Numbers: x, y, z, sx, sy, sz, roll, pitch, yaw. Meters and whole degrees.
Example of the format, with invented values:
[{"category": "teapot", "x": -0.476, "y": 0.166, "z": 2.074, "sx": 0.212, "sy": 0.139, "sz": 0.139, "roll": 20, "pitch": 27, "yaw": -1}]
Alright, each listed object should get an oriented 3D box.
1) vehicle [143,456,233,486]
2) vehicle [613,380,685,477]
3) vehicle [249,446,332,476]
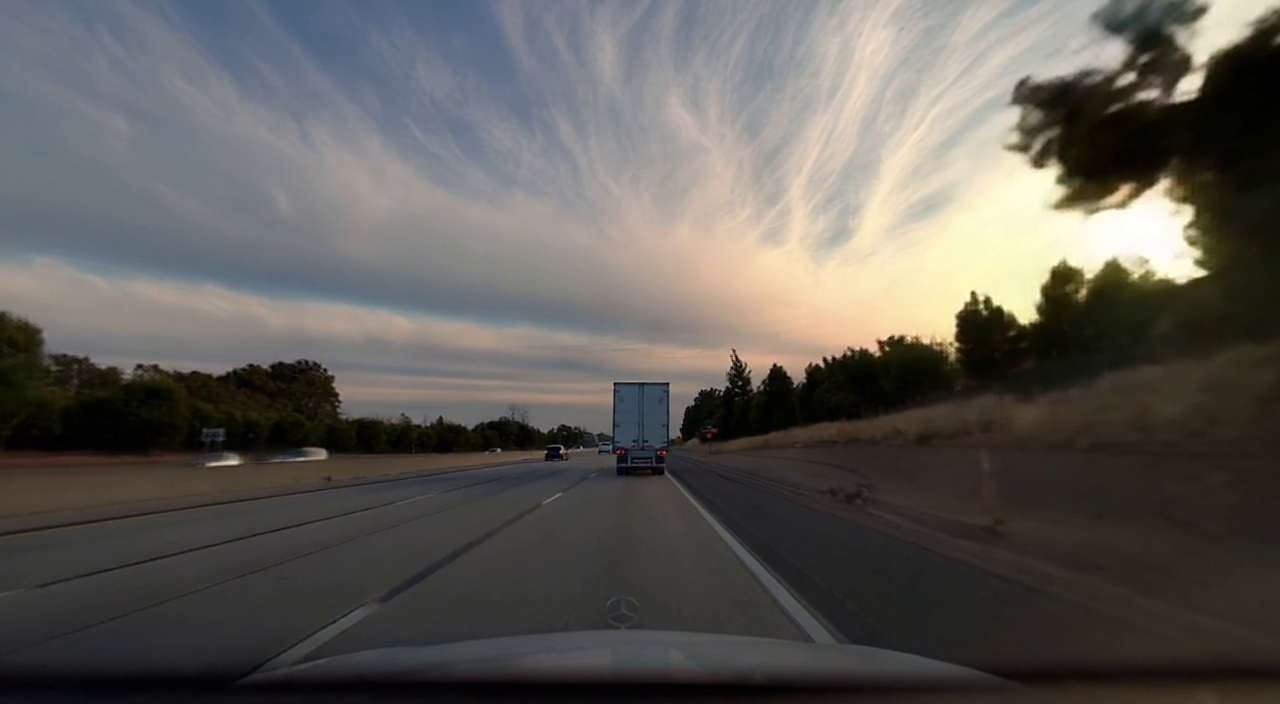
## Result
[{"category": "vehicle", "x": -26.002, "y": 6.826, "z": 36.435, "sx": 1.868, "sy": 1.561, "sz": 4.500, "roll": 0, "pitch": -9, "yaw": 0}, {"category": "vehicle", "x": 0.285, "y": 4.091, "z": 32.483, "sx": 3.052, "sy": 4.132, "sz": 11.336, "roll": 0, "pitch": -9, "yaw": -1}, {"category": "vehicle", "x": -21.716, "y": 6.785, "z": 39.451, "sx": 2.091, "sy": 1.723, "sz": 5.323, "roll": 0, "pitch": -9, "yaw": 0}]
